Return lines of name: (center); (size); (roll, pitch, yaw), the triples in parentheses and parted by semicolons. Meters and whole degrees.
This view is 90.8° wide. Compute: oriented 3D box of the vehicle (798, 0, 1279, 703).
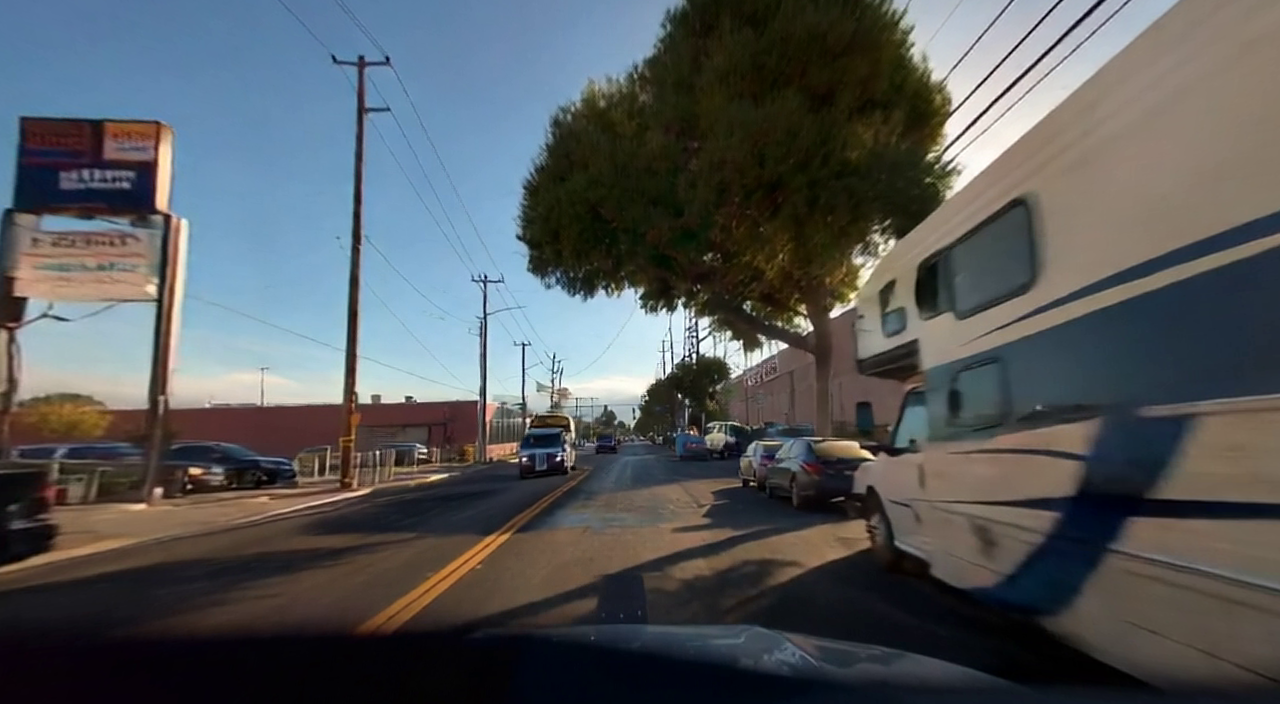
vehicle: (3.831, 0.068, 4.163); (3.029, 3.860, 7.726); (-5, -10, -2)

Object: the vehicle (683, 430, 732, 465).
vehicle: (3.765, 5.450, 36.129); (2.112, 1.848, 4.913); (0, -8, -2)

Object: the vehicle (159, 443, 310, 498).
vehicle: (-12.393, 3.603, 19.736); (1.879, 1.502, 4.386); (0, -8, -1)

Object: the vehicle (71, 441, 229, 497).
vehicle: (-14.954, 3.540, 19.595); (1.895, 1.537, 3.790); (0, -8, -2)

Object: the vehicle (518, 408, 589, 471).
vehicle: (-3.728, 3.978, 28.703); (2.280, 2.522, 6.402); (0, -8, 0)
